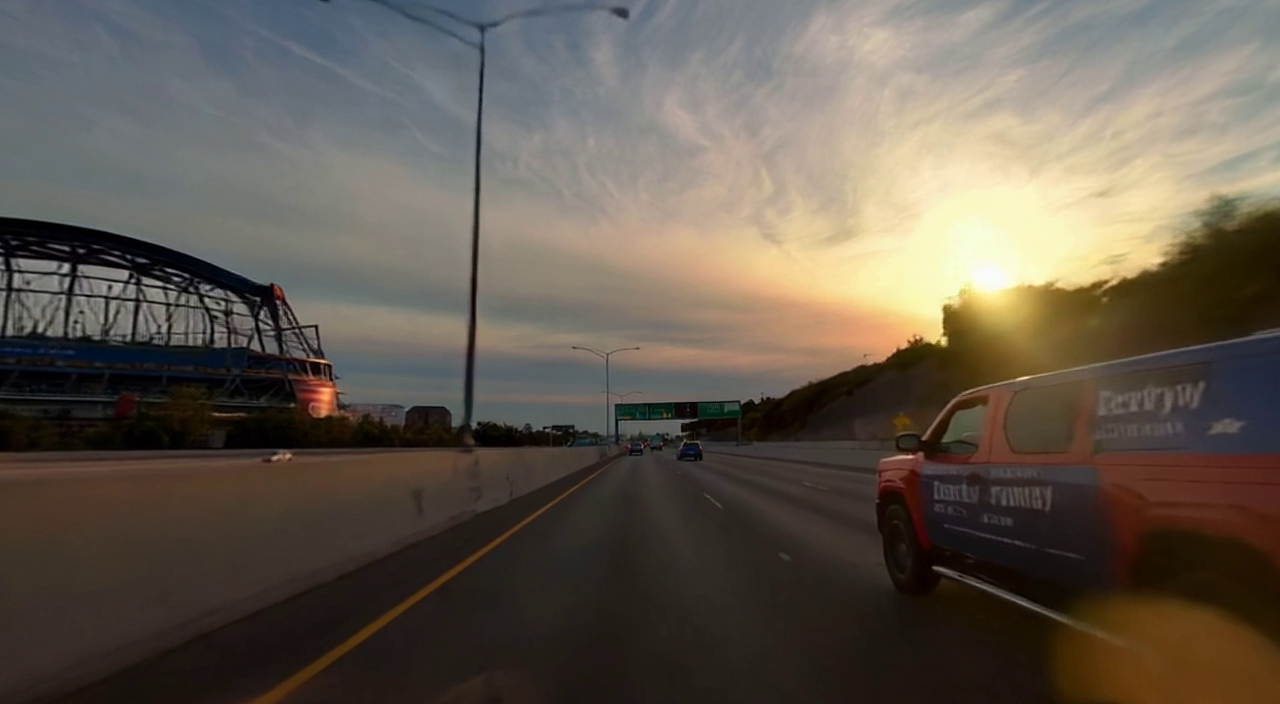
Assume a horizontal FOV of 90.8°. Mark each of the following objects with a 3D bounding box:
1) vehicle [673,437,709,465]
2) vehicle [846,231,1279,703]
[{"bbox_3d":[3.321,6.603,42.147,1.973,1.774,4.092,0,-9,-1],"label":"vehicle"},{"bbox_3d":[3.073,0.843,3.377,2.199,2.002,4.970,0,-8,0],"label":"vehicle"}]
